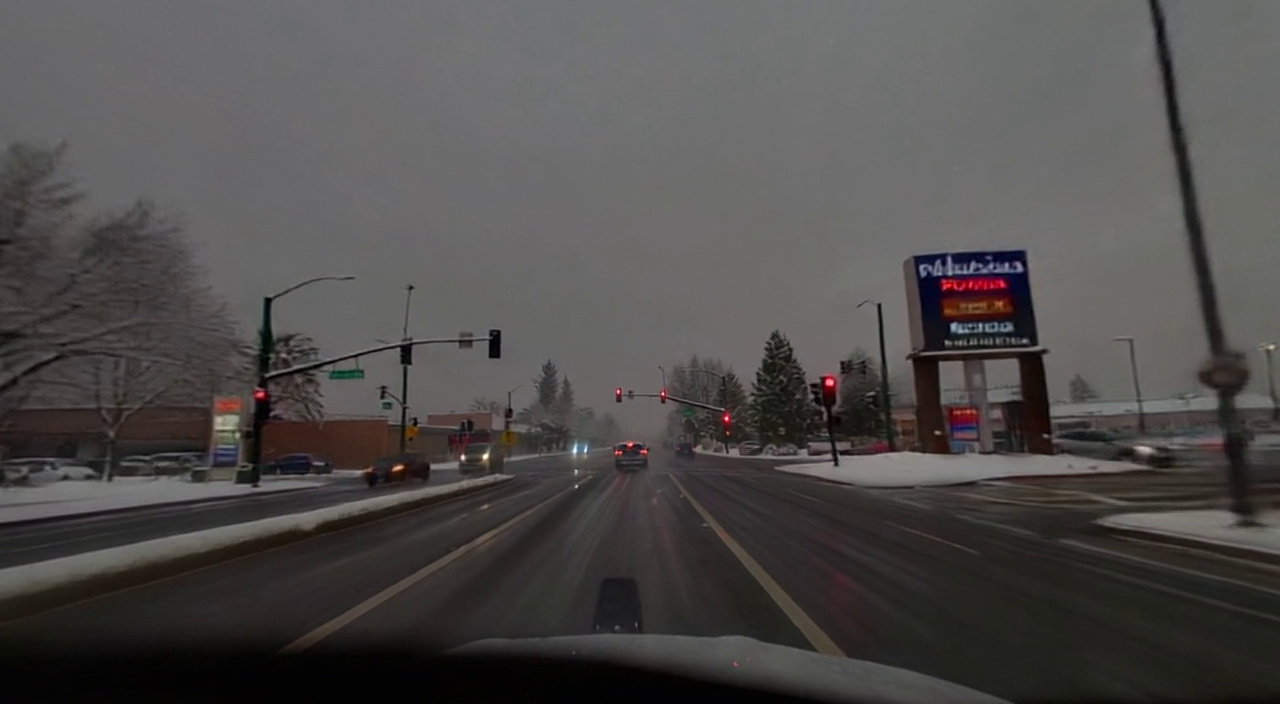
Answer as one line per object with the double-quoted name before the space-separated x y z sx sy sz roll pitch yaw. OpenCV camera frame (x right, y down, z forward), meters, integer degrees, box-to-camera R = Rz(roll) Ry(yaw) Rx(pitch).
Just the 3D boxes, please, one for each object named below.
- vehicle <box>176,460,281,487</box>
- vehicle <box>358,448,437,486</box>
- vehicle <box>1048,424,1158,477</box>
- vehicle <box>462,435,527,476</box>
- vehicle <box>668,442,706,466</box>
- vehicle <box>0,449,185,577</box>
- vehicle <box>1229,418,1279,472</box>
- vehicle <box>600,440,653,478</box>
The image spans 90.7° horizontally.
"vehicle" -23.963 7.073 36.936 4.788 1.464 1.927 -1 -9 2
"vehicle" -11.784 5.602 31.153 2.039 1.630 4.878 1 -8 -2
"vehicle" 14.792 3.119 20.104 1.985 1.479 4.580 -9 -12 44
"vehicle" -8.606 6.181 38.095 2.440 2.225 6.346 0 -9 0
"vehicle" 3.062 6.793 42.066 2.060 1.471 4.168 0 -9 -2
"vehicle" -8.493 2.025 8.244 1.894 1.486 4.359 0 -9 0
"vehicle" 20.475 2.915 20.262 2.012 1.556 4.432 -10 -11 44
"vehicle" -0.586 4.748 28.214 2.160 1.508 4.319 0 -9 -1
